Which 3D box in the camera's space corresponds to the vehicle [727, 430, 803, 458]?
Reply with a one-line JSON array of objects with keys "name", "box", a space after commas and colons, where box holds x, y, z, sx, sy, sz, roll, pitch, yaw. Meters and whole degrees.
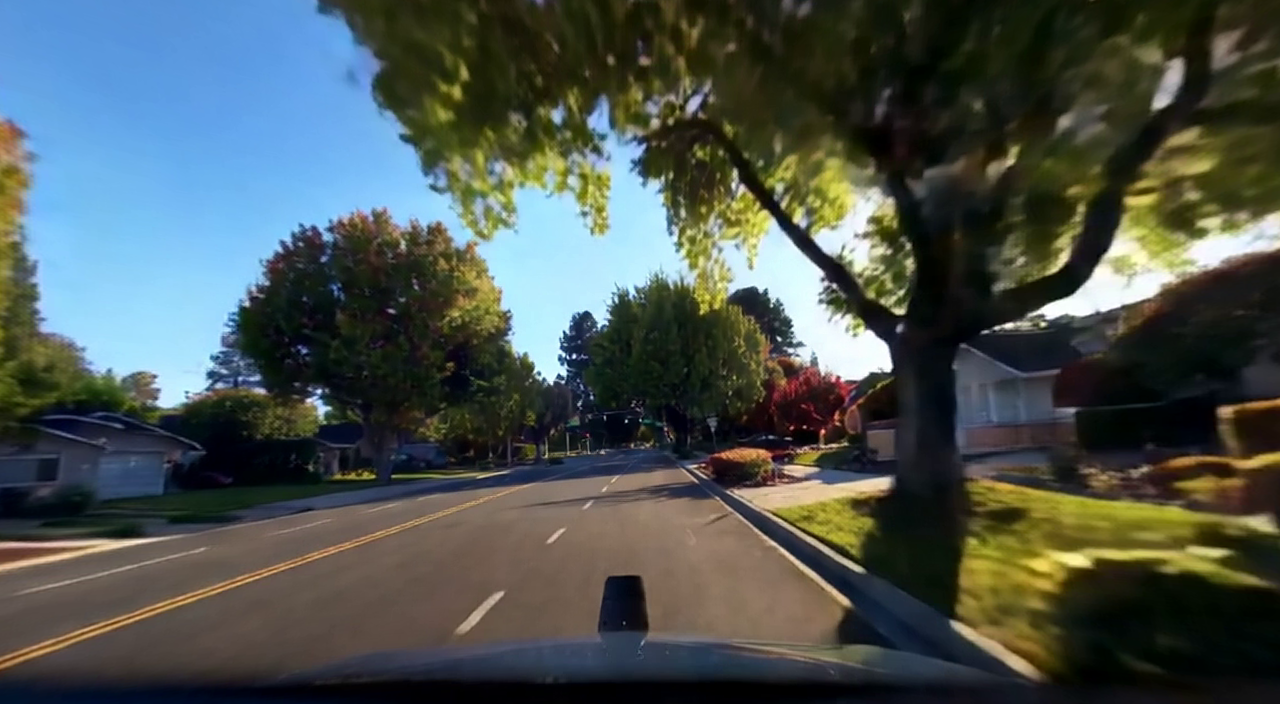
[{"name": "vehicle", "box": [8.539, 6.280, 42.974, 4.636, 1.823, 1.997, 3, -9, -18]}]
